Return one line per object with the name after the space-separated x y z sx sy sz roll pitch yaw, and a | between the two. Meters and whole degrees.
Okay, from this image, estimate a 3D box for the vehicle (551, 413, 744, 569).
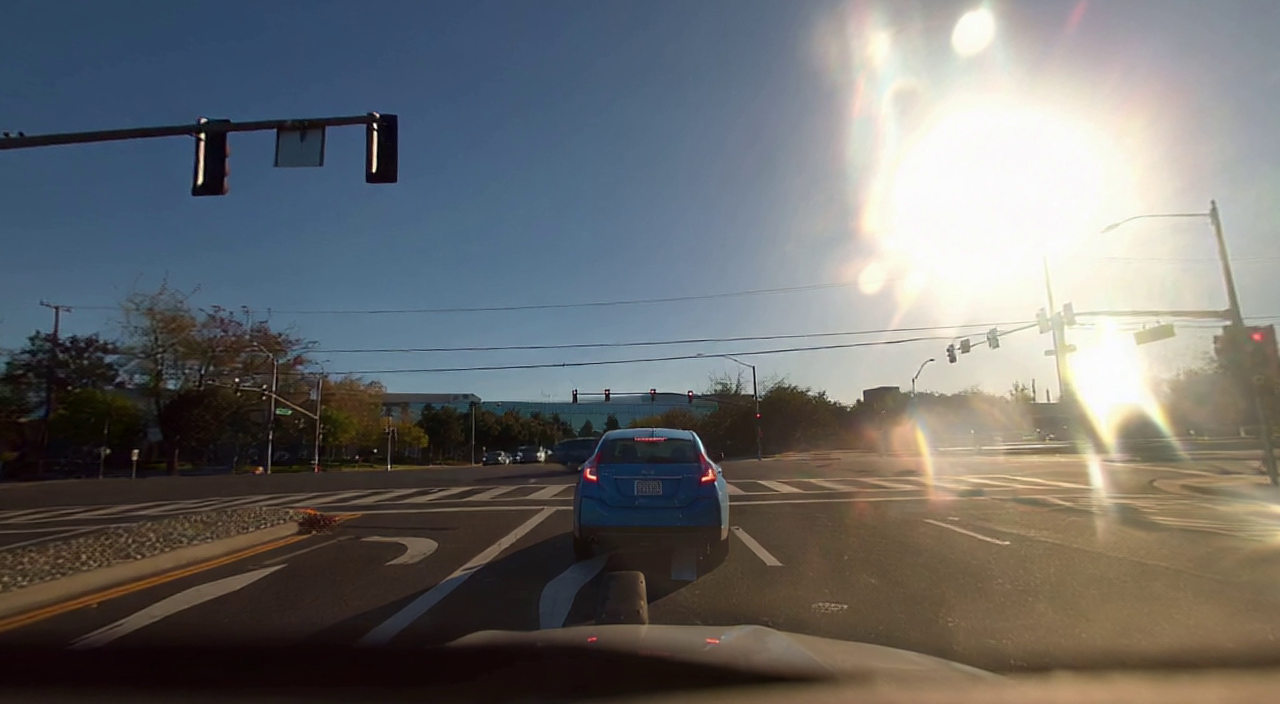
0.038 1.758 8.712 2.027 1.626 3.942 0 -8 -1 | vehicle
